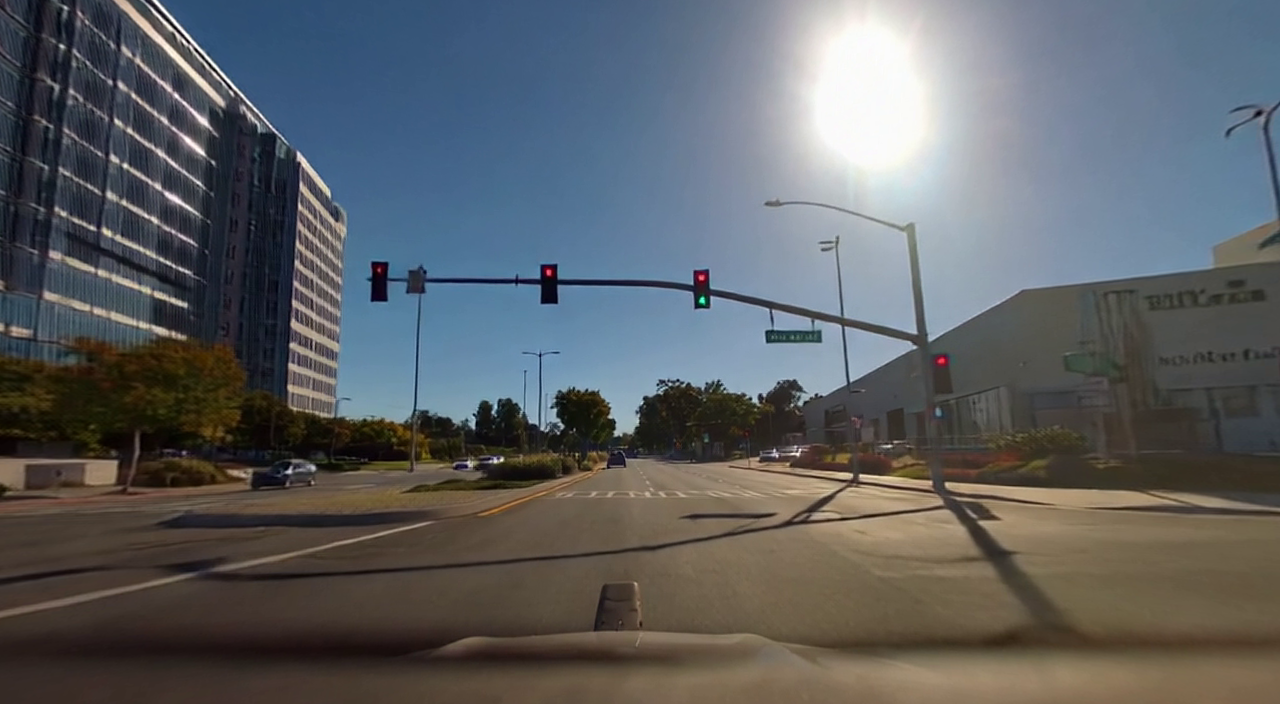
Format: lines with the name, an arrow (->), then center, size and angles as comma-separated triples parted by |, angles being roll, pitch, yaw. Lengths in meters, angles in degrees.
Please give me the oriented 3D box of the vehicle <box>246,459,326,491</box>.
vehicle -> -19.372, 6.724, 34.811 | 1.851, 1.502, 4.398 | -1, -9, 0
